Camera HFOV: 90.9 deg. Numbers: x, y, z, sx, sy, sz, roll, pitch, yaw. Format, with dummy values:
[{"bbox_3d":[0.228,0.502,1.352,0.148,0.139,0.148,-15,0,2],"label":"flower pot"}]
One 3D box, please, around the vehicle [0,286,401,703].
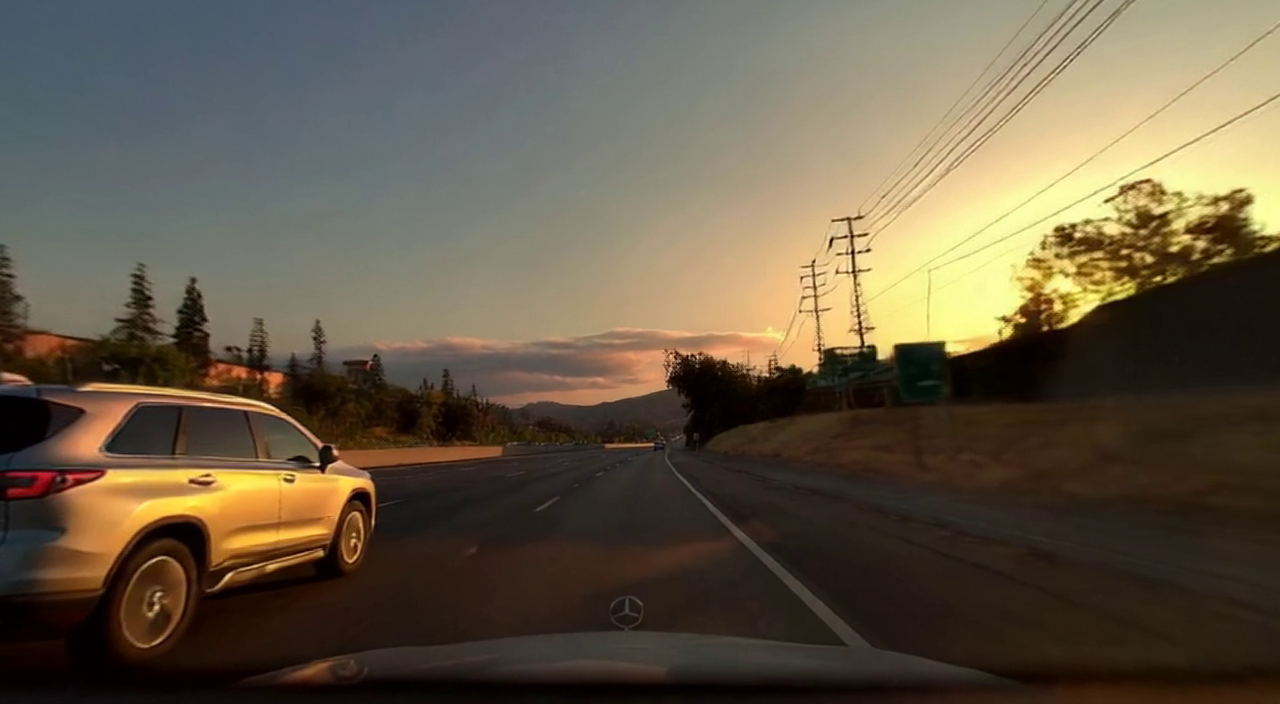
[{"bbox_3d":[-3.693,0.953,4.170,2.136,1.975,5.037,0,-8,1],"label":"vehicle"}]
